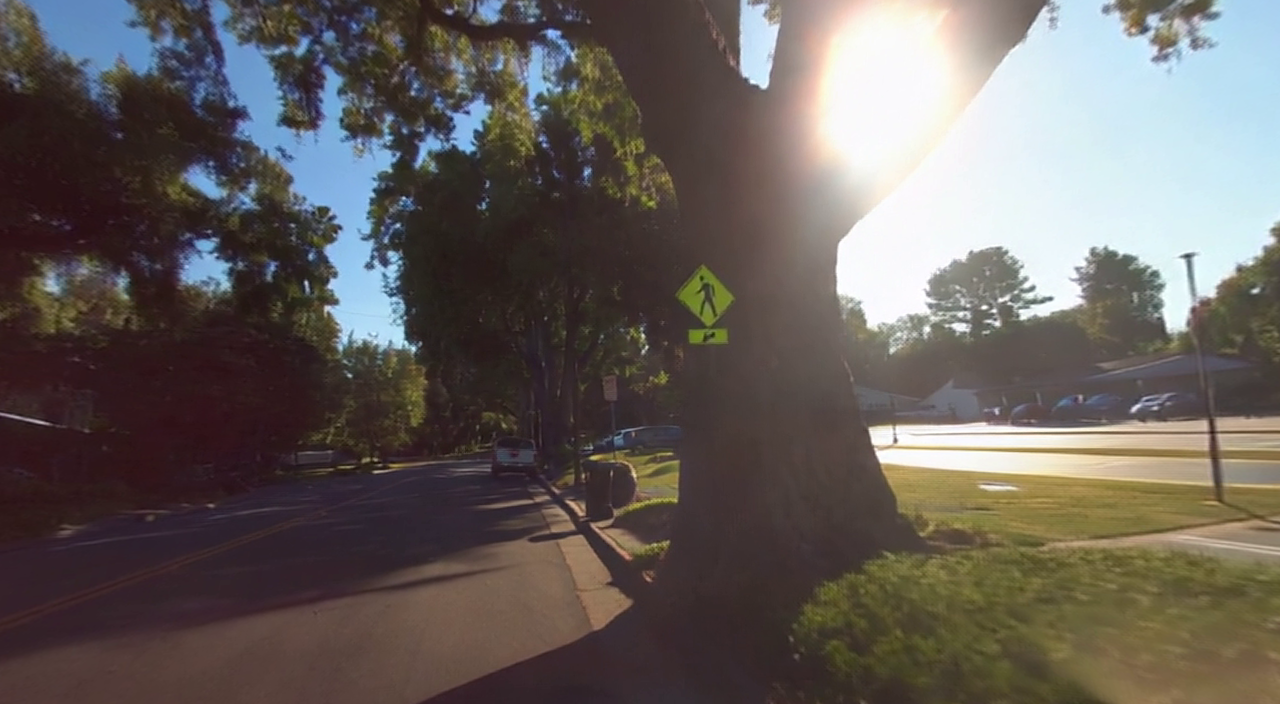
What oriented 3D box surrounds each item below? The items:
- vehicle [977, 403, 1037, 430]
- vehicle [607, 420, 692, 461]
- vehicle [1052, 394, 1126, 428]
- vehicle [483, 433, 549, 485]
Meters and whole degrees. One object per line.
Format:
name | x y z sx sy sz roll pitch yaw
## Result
vehicle | 24.160 4.268 41.499 4.245 1.601 1.912 7 -11 -39
vehicle | 0.583 4.748 34.157 4.390 1.696 1.954 0 -6 -44
vehicle | 25.173 3.356 35.383 4.481 1.634 1.973 6 -11 -37
vehicle | -4.725 4.016 23.991 2.204 1.776 4.262 2 -9 -11
